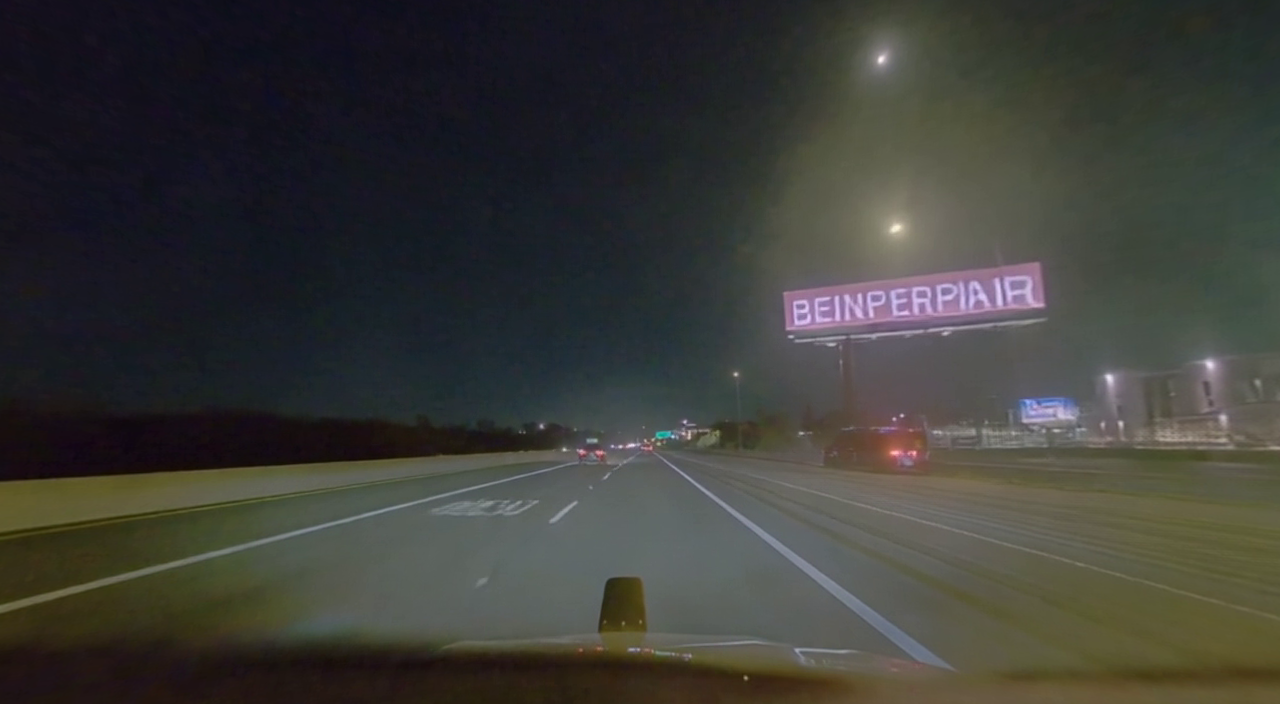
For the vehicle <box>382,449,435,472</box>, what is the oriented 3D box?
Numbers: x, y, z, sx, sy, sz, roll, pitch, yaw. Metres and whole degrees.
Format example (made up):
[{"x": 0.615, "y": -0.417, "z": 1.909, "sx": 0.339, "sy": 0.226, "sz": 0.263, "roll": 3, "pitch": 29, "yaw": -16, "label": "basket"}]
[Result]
[{"x": -16.240, "y": 7.607, "z": 44.526, "sx": 1.823, "sy": 1.464, "sz": 4.626, "roll": -1, "pitch": -8, "yaw": 2, "label": "vehicle"}]

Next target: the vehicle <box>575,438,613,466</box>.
[{"x": -3.169, "y": 7.008, "z": 44.295, "sx": 2.159, "sy": 1.793, "sz": 5.027, "roll": -1, "pitch": -8, "yaw": 1, "label": "vehicle"}]
